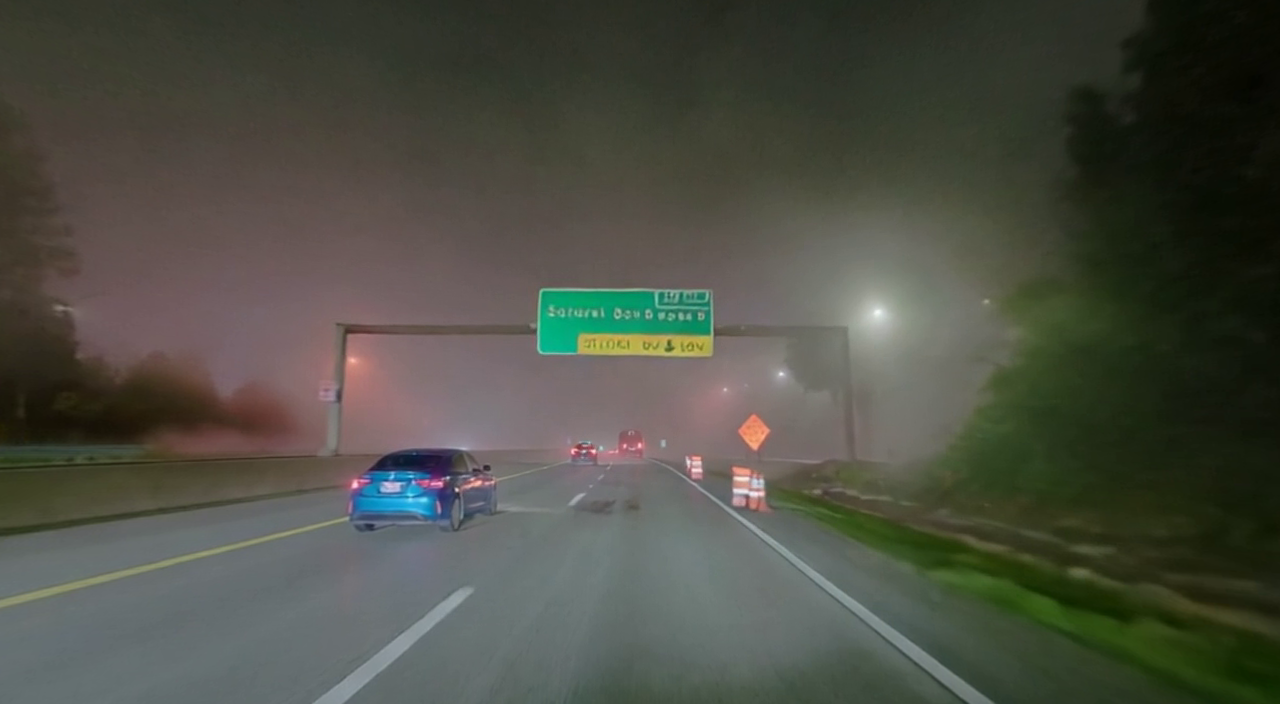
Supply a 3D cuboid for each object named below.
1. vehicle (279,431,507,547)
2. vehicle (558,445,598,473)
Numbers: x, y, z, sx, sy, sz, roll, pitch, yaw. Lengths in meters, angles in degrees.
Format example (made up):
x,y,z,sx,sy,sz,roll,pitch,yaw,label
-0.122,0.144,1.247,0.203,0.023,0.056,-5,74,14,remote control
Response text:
x,y,z,sx,sy,sz,roll,pitch,yaw,label
-3.779,2.186,10.770,2.012,1.510,4.672,0,-9,0,vehicle
-3.434,6.006,35.629,1.965,1.459,4.145,1,-9,-2,vehicle
